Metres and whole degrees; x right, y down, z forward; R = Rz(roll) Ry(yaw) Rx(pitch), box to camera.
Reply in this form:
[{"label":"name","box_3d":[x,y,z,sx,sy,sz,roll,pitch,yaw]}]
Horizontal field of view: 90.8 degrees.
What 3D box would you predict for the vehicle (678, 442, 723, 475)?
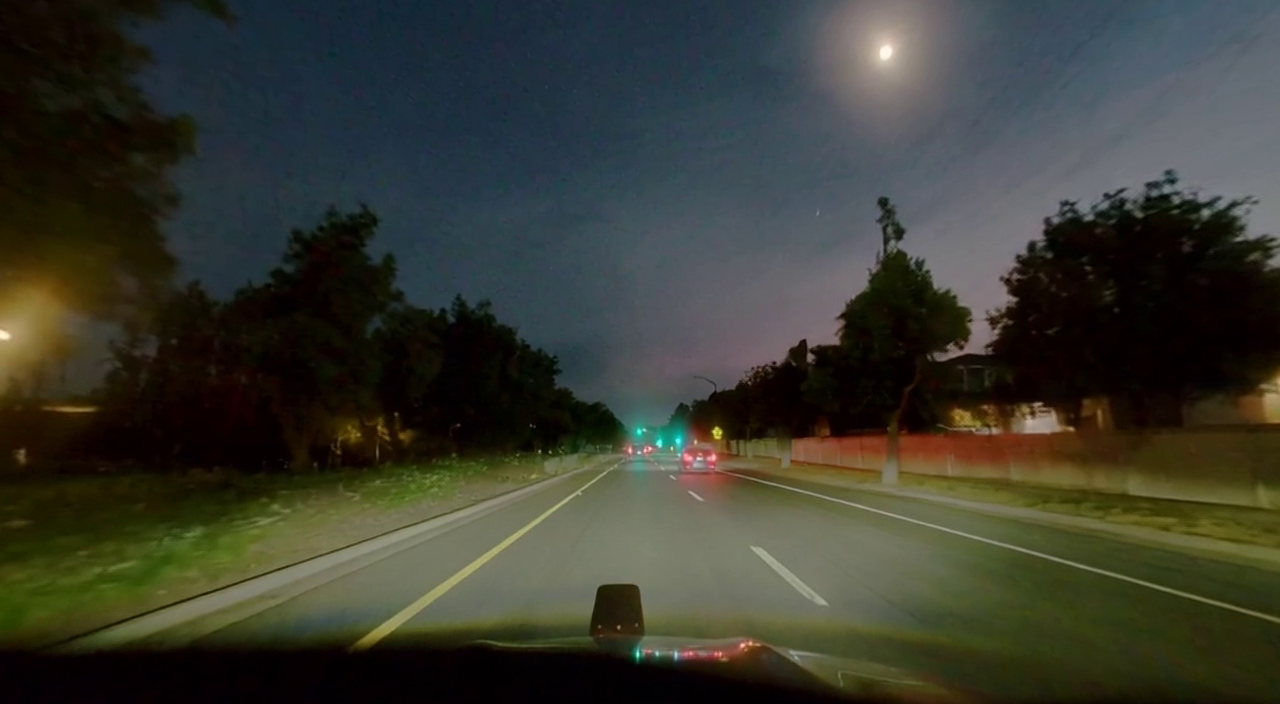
[{"label":"vehicle","box_3d":[3.188,5.690,34.049,1.888,1.640,4.044,0,-8,-1]}]
